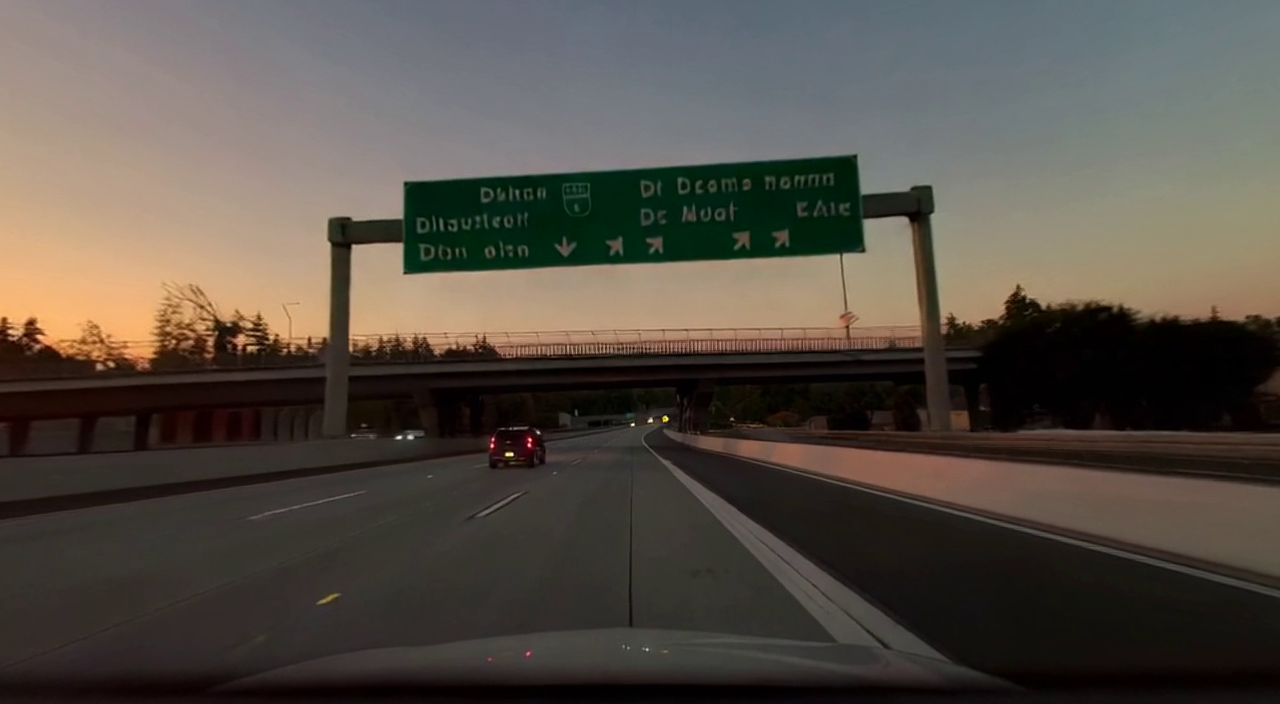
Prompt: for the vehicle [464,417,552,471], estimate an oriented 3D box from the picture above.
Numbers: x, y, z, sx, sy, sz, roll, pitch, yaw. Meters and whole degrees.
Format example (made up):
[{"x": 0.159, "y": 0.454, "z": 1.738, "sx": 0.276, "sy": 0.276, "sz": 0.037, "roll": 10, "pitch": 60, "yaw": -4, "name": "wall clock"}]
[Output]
[{"x": -4.591, "y": 3.278, "z": 22.680, "sx": 2.153, "sy": 1.730, "sz": 4.772, "roll": 0, "pitch": -8, "yaw": 0, "name": "vehicle"}]
